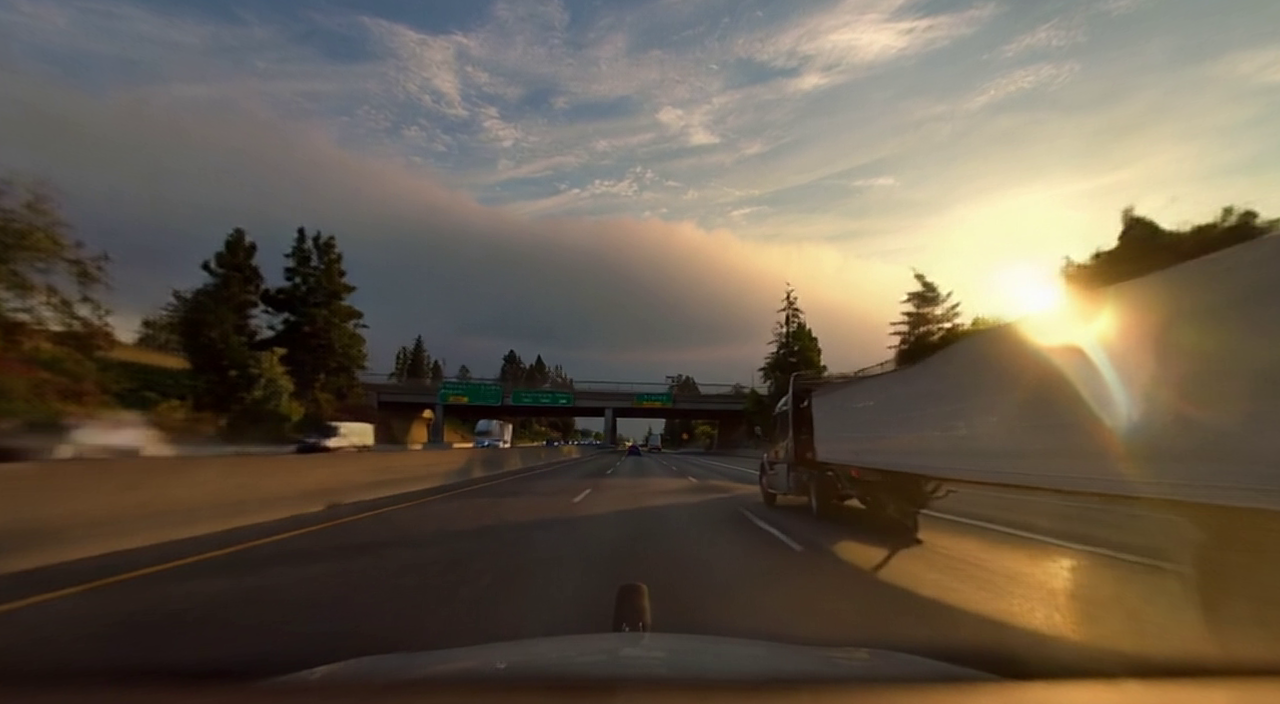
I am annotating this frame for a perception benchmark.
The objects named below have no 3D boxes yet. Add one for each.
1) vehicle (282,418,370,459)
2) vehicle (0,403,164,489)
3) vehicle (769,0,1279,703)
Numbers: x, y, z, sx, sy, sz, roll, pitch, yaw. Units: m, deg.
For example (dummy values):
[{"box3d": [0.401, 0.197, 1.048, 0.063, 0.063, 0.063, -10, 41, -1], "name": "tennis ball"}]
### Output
[{"box3d": [-16.230, 4.554, 32.909, 2.109, 1.940, 4.817, 0, -9, 0], "name": "vehicle"}, {"box3d": [-12.247, 1.898, 12.696, 1.940, 1.489, 4.258, 0, -9, 0], "name": "vehicle"}, {"box3d": [4.337, -0.022, 5.840, 3.323, 4.262, 14.056, 0, -9, 0], "name": "vehicle"}]
